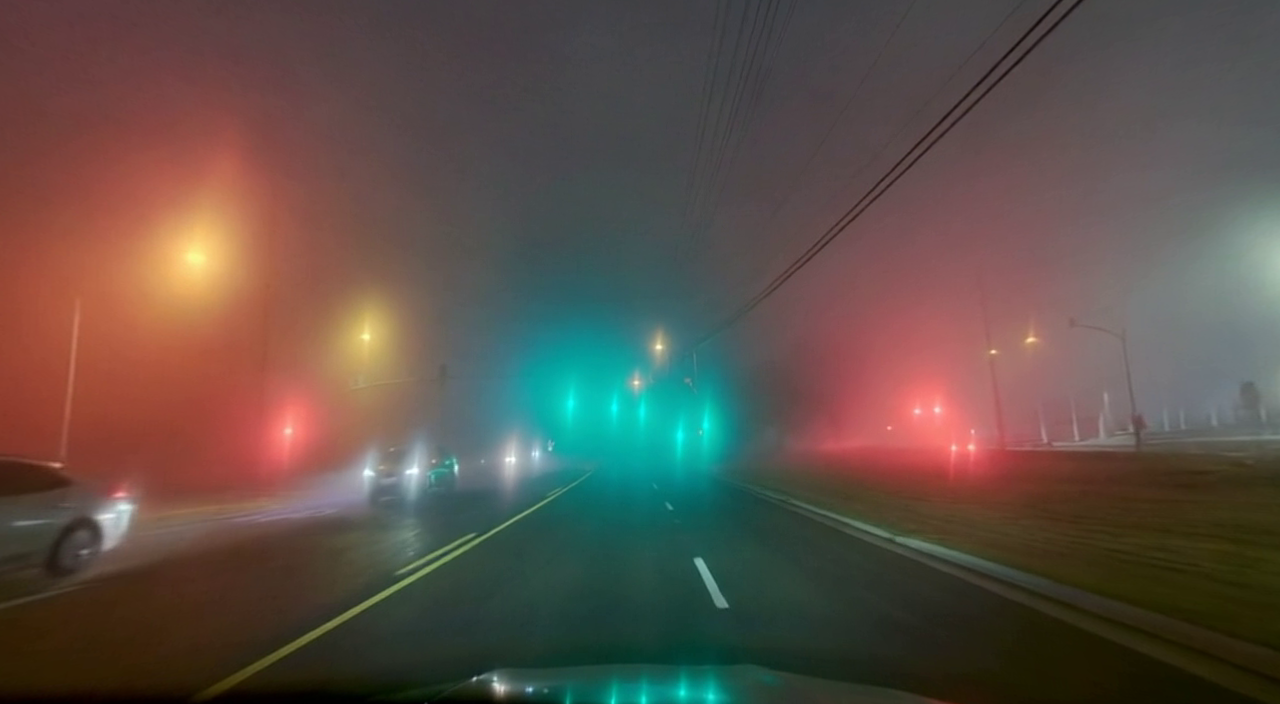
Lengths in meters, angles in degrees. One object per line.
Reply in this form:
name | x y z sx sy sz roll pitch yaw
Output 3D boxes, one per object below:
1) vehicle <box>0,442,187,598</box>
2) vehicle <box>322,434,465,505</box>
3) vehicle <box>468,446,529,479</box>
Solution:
vehicle | -7.074 1.626 6.213 2.008 1.456 4.409 0 -9 -1
vehicle | -6.976 3.360 18.596 2.101 1.768 5.040 0 -9 1
vehicle | -6.924 5.437 31.429 1.854 1.481 4.518 0 -9 2
